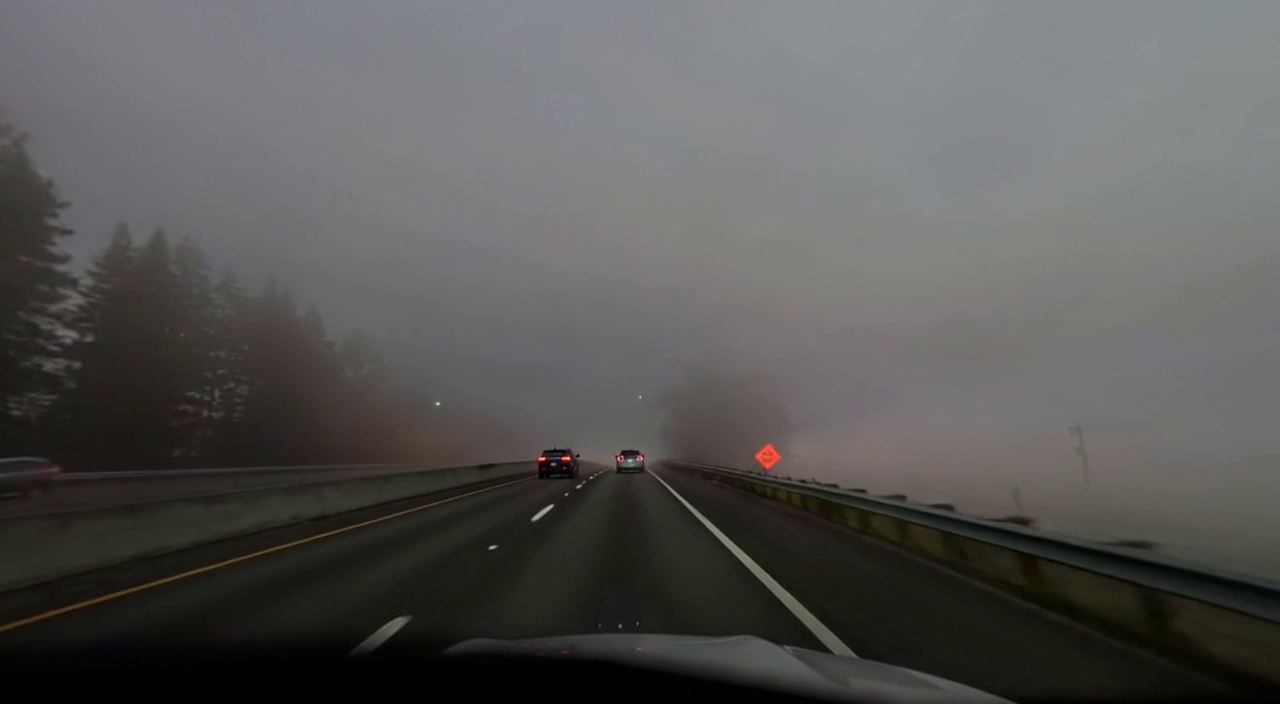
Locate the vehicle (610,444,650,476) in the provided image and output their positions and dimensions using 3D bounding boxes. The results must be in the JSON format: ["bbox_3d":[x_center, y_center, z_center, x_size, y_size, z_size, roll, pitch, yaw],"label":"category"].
[{"bbox_3d":[-0.529,5.988,35.087,2.130,1.684,3.826,0,-9,0],"label":"vehicle"}]

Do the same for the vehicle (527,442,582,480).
[{"bbox_3d":[-4.182,5.395,31.516,2.130,1.741,4.665,0,-9,0],"label":"vehicle"}]
